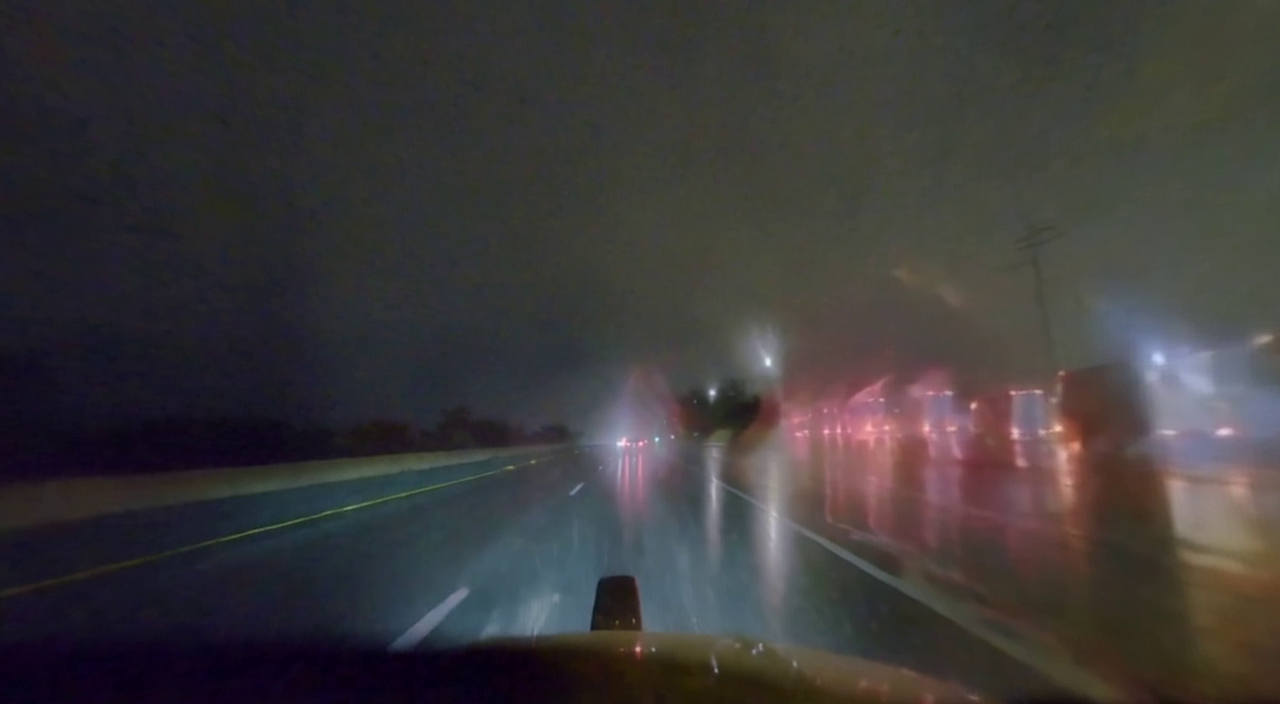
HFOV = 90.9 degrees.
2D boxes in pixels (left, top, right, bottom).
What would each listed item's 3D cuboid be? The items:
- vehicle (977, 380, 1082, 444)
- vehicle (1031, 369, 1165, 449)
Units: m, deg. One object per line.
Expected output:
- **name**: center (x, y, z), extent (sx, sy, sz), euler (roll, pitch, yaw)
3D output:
- **vehicle**: center (27.821, 4.550, 45.791), extent (3.106, 4.073, 10.350), euler (-1, -8, 13)
- **vehicle**: center (25.490, 3.402, 35.766), extent (2.878, 3.949, 8.348), euler (-2, -8, 13)
